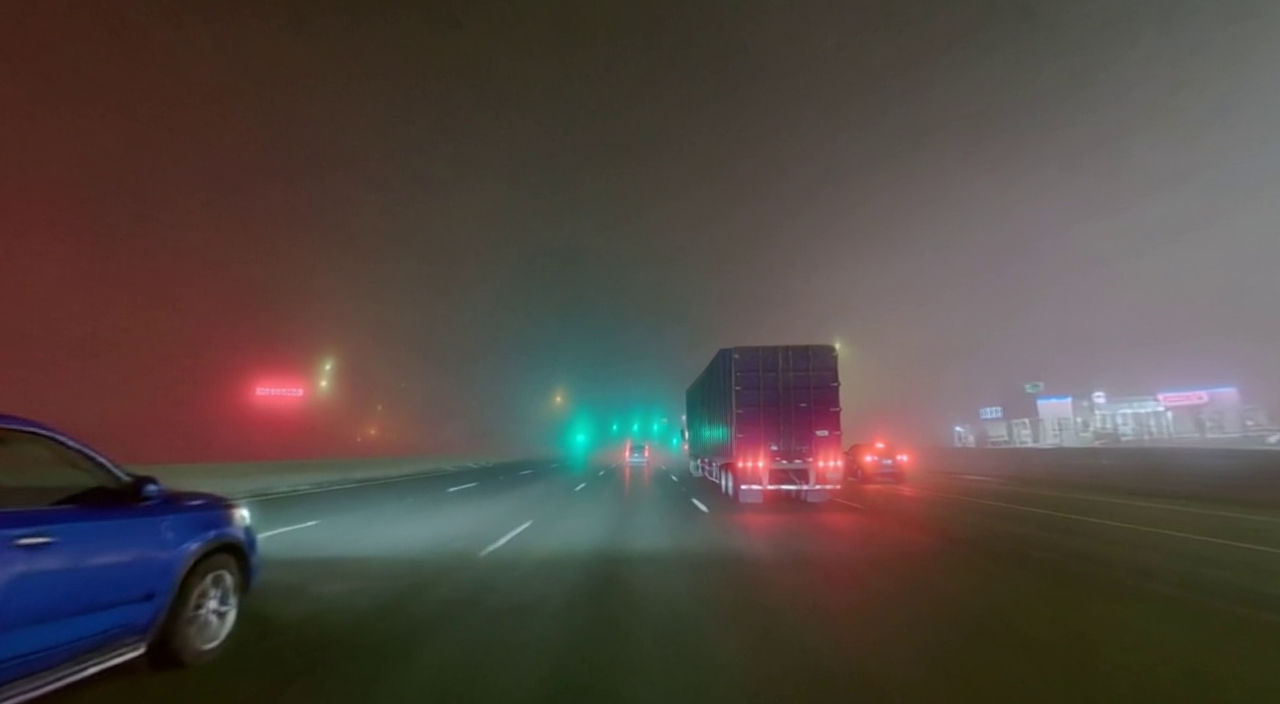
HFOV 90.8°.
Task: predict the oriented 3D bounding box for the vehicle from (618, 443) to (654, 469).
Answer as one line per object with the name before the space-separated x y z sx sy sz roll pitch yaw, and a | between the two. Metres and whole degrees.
vehicle | -0.212 5.908 36.107 1.929 1.395 3.999 0 -8 0

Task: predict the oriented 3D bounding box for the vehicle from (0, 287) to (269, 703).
vehicle | -3.389 0.563 1.419 2.229 1.806 4.698 0 -8 0

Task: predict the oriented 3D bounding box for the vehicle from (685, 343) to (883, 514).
vehicle | 3.176 2.273 17.808 2.934 3.325 10.986 0 -8 0

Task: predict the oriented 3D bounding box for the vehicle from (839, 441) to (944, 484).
vehicle | 9.421 4.163 24.159 2.105 1.494 4.537 0 -8 0
